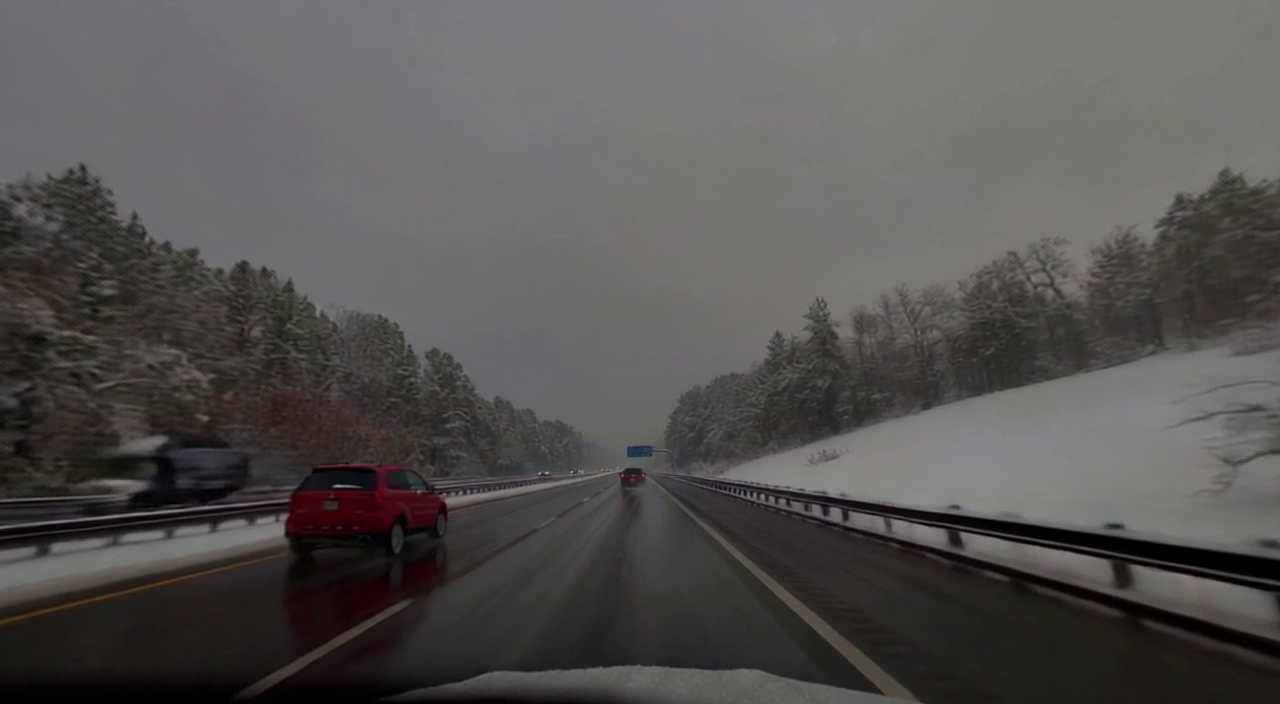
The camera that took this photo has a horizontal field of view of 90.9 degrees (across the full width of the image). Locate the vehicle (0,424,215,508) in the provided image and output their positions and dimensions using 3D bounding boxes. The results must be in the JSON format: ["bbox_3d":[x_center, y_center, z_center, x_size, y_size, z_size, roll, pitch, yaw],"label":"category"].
[{"bbox_3d":[-16.742,3.662,20.212,2.216,2.293,5.474,1,-11,1],"label":"vehicle"}]

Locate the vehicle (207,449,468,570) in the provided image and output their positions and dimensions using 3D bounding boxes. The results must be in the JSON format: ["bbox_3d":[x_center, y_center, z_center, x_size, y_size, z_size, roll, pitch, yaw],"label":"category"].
[{"bbox_3d":[-4.415,2.401,10.182,2.003,1.479,4.363,1,-11,0],"label":"vehicle"}]
